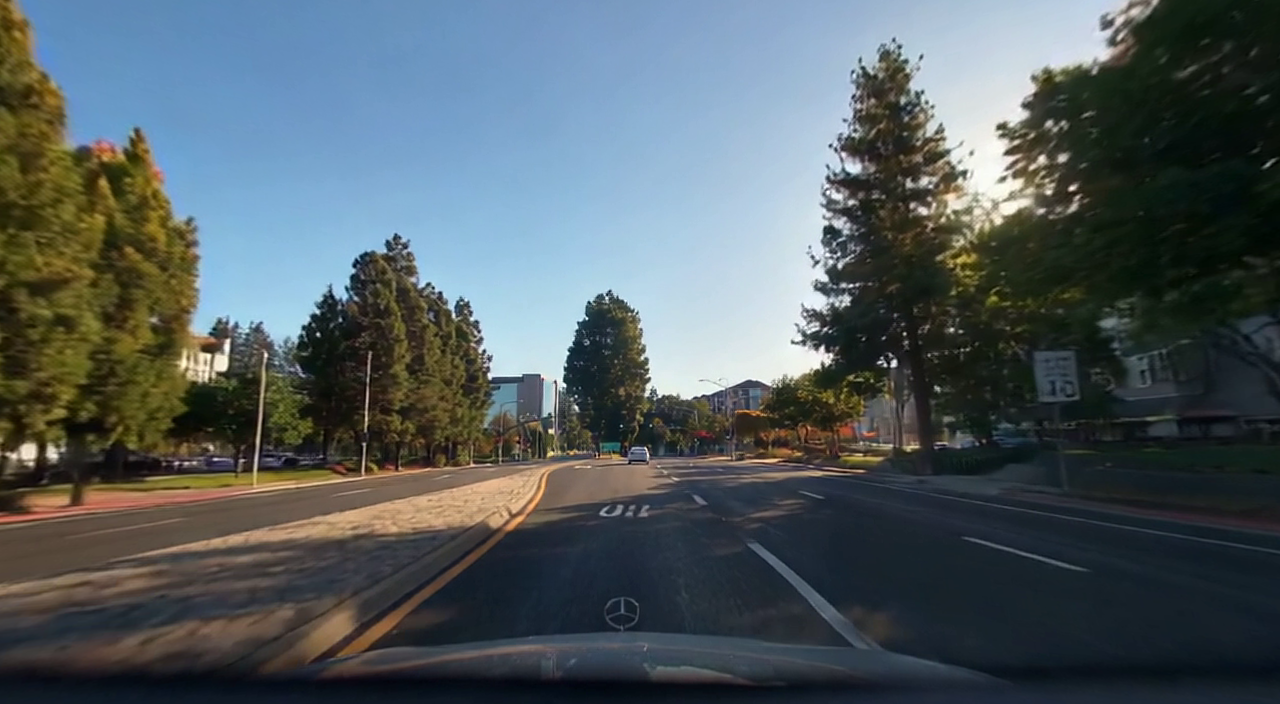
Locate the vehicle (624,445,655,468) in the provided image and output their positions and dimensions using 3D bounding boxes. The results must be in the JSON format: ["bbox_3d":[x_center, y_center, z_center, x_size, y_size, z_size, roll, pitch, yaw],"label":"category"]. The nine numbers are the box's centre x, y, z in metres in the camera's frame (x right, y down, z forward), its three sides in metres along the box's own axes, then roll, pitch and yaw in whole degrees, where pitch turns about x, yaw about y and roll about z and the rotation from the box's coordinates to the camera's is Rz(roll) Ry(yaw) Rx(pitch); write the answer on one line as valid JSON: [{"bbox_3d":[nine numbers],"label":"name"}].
[{"bbox_3d":[-0.029,7.373,44.552,2.064,1.477,3.968,-1,-9,1],"label":"vehicle"}]
